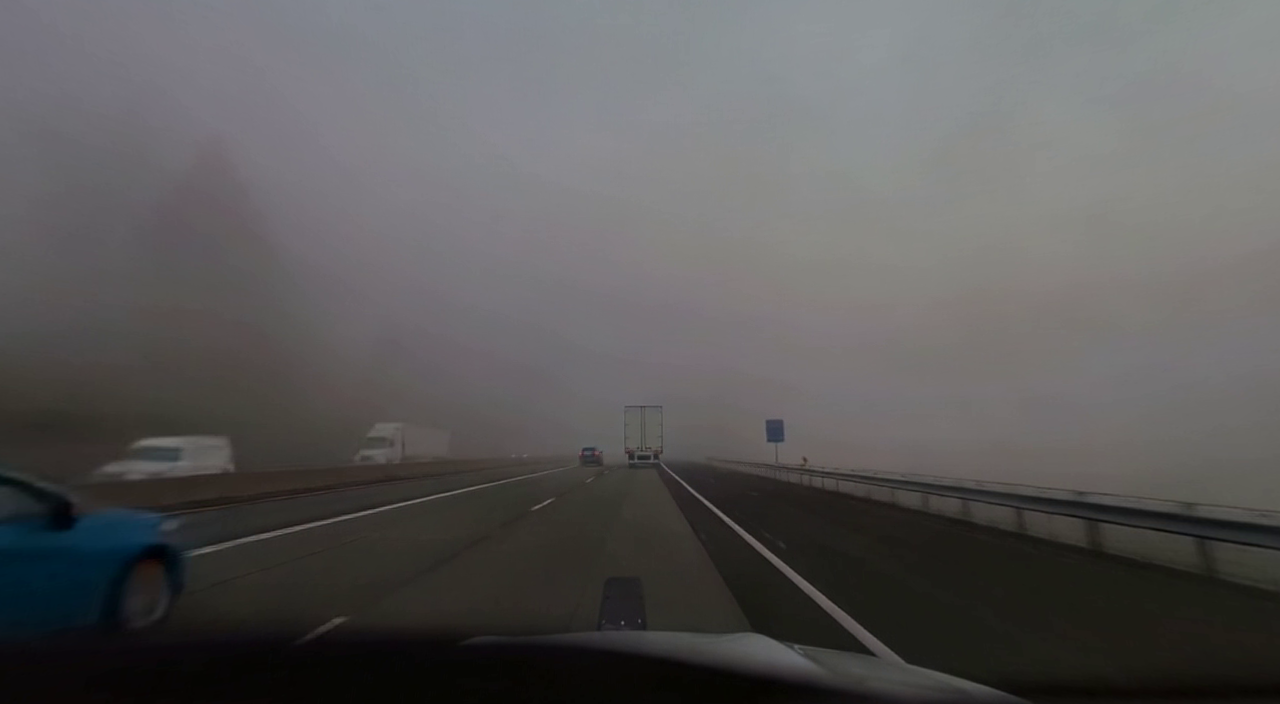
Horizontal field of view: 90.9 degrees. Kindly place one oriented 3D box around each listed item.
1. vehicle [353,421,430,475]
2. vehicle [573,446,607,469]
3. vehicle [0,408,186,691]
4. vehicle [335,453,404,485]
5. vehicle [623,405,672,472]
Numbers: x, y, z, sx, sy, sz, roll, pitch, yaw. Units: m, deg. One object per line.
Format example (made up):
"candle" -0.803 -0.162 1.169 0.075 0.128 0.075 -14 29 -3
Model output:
"vehicle" -17.545 6.834 44.962 2.958 3.590 6.128 0 -9 0
"vehicle" -3.654 7.759 46.463 2.063 1.583 4.049 0 -9 1
"vehicle" -4.546 0.937 2.498 2.051 1.538 4.569 0 -9 0
"vehicle" -13.256 5.743 31.123 1.660 1.399 3.788 0 -9 1
"vehicle" 0.497 5.888 42.467 2.899 3.966 10.053 0 -9 1
